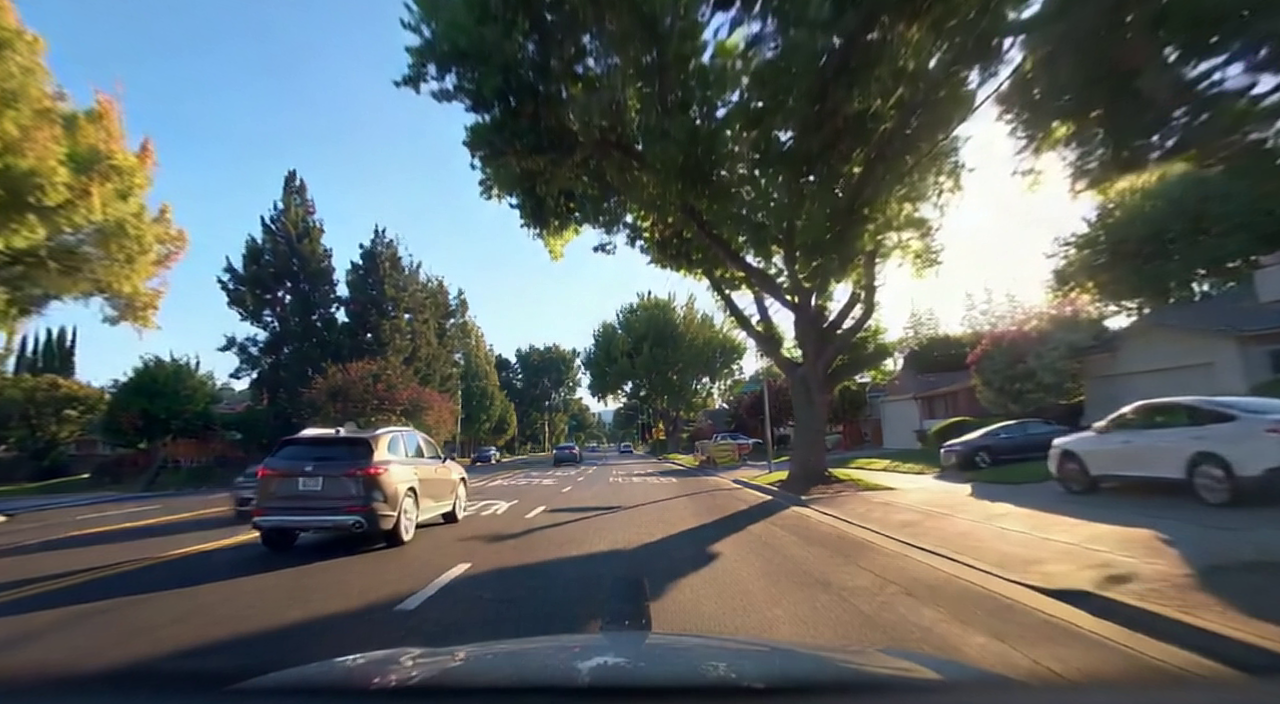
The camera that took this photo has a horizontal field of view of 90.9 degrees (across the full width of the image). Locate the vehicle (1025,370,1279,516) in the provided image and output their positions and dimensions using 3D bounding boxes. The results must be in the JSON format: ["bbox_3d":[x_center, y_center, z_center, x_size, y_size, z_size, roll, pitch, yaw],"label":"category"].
[{"bbox_3d":[8.559,1.314,9.705,1.934,1.741,4.793,-6,-8,-3],"label":"vehicle"}]

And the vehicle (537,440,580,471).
[{"bbox_3d":[-4.144,5.307,32.519,1.802,1.528,3.490,0,-8,-1],"label":"vehicle"}]

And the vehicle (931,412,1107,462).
[{"bbox_3d":[12.135,2.758,20.414,4.411,1.522,2.004,0,-8,-3],"label":"vehicle"}]

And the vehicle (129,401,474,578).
[{"bbox_3d":[-4.002,1.706,8.616,2.190,1.766,4.394,0,-8,1],"label":"vehicle"}]
